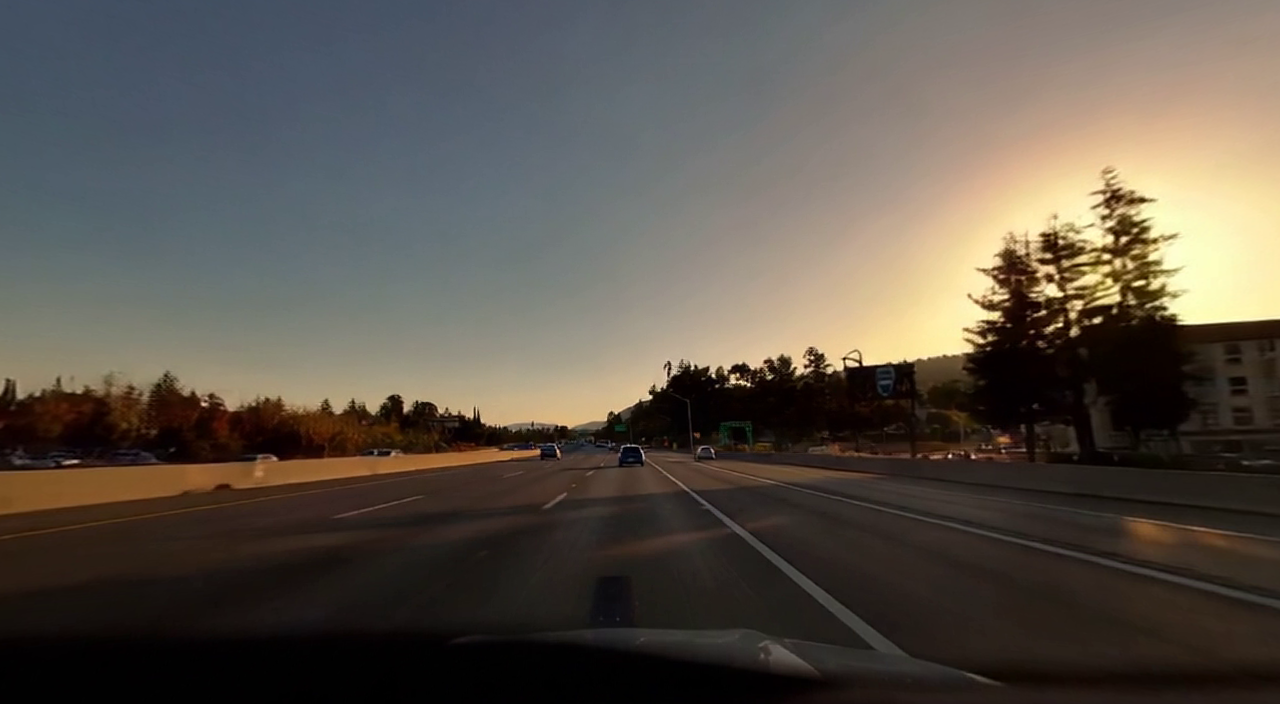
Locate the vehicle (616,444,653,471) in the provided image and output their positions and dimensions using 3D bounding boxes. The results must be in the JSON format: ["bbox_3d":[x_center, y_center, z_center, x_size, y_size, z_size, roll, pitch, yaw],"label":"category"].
[{"bbox_3d":[-0.336,6.005,36.145,2.012,1.471,4.059,0,-8,-1],"label":"vehicle"}]
